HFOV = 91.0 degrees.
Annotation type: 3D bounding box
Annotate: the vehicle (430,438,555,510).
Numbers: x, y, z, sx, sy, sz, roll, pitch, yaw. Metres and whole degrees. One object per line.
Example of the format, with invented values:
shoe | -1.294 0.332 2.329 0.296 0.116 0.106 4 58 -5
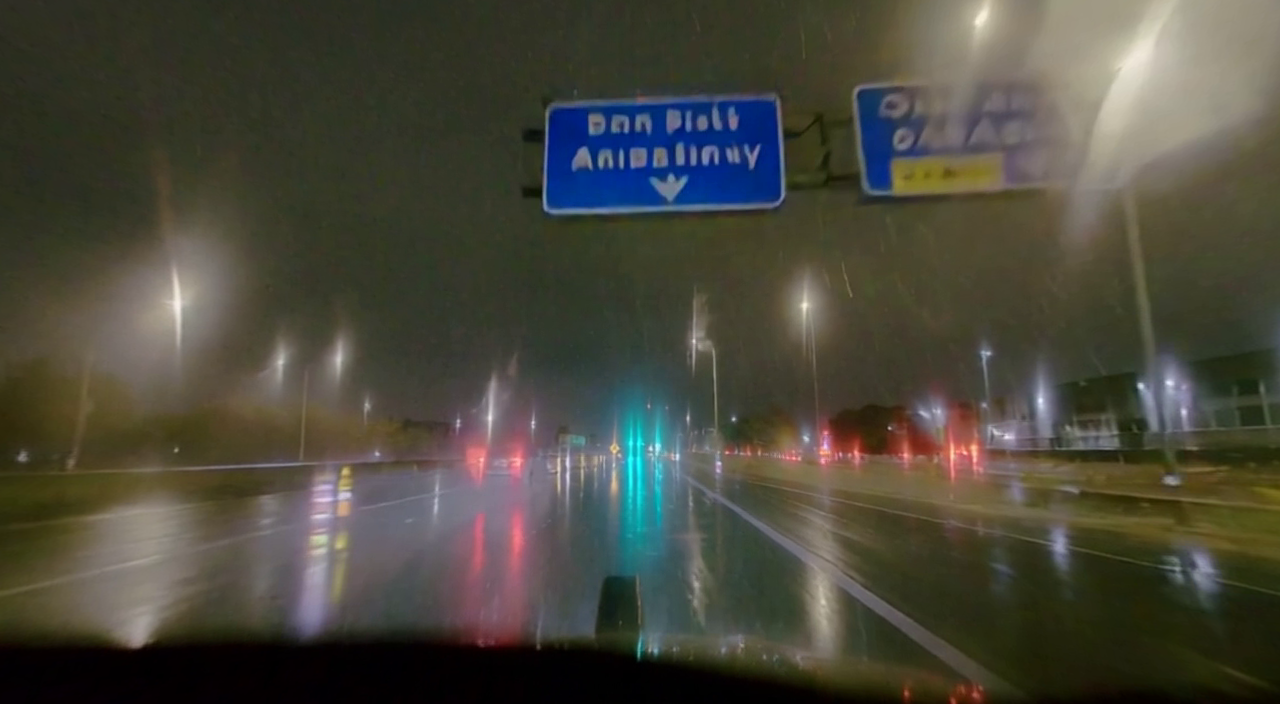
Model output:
vehicle | -3.577 3.075 16.403 2.069 1.560 5.018 0 -9 0
